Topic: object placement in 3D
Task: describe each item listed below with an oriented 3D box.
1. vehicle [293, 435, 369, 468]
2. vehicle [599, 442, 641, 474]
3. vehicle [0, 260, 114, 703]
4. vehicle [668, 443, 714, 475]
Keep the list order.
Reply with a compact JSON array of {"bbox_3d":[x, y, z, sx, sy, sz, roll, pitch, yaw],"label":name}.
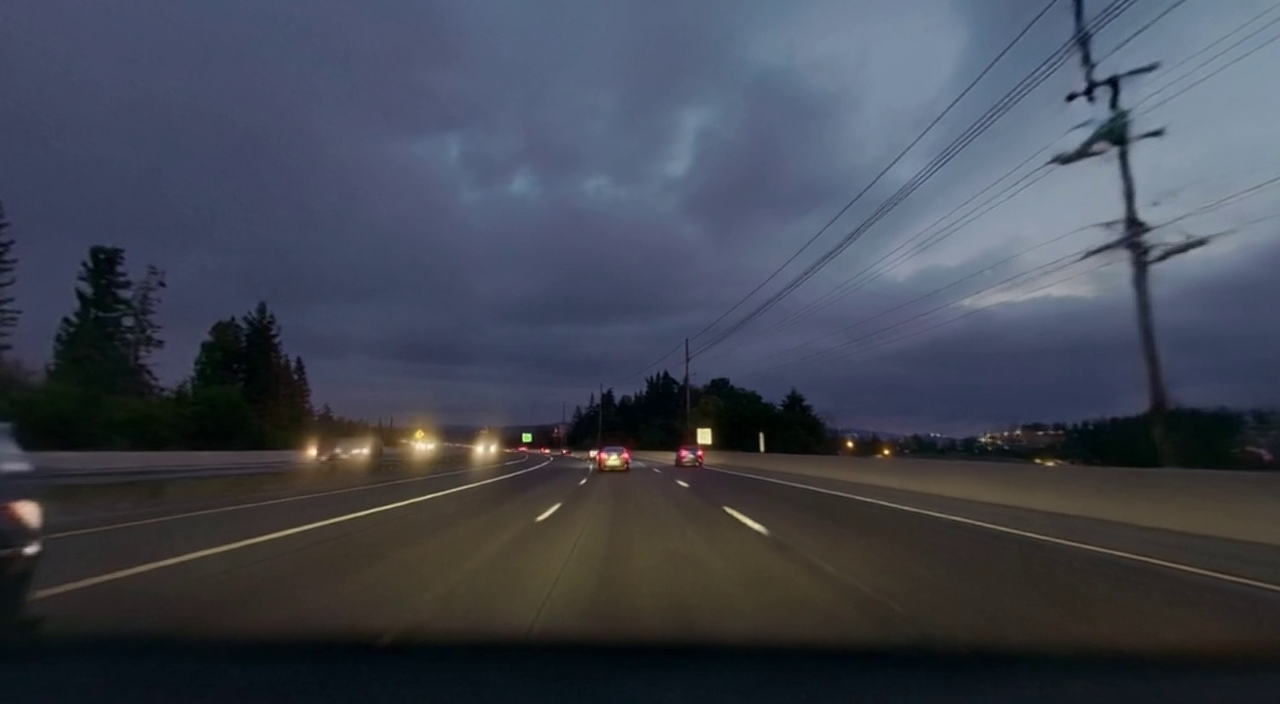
[{"bbox_3d":[-18.353,5.960,37.886,2.292,1.825,4.903,0,-8,-3],"label":"vehicle"},{"bbox_3d":[-1.208,5.985,36.008,2.188,1.714,3.921,1,-8,-4],"label":"vehicle"},{"bbox_3d":[-4.064,0.323,0.337,2.475,2.152,5.837,0,-8,0],"label":"vehicle"},{"bbox_3d":[2.573,5.520,32.808,1.789,1.503,3.897,0,-9,-4],"label":"vehicle"}]
